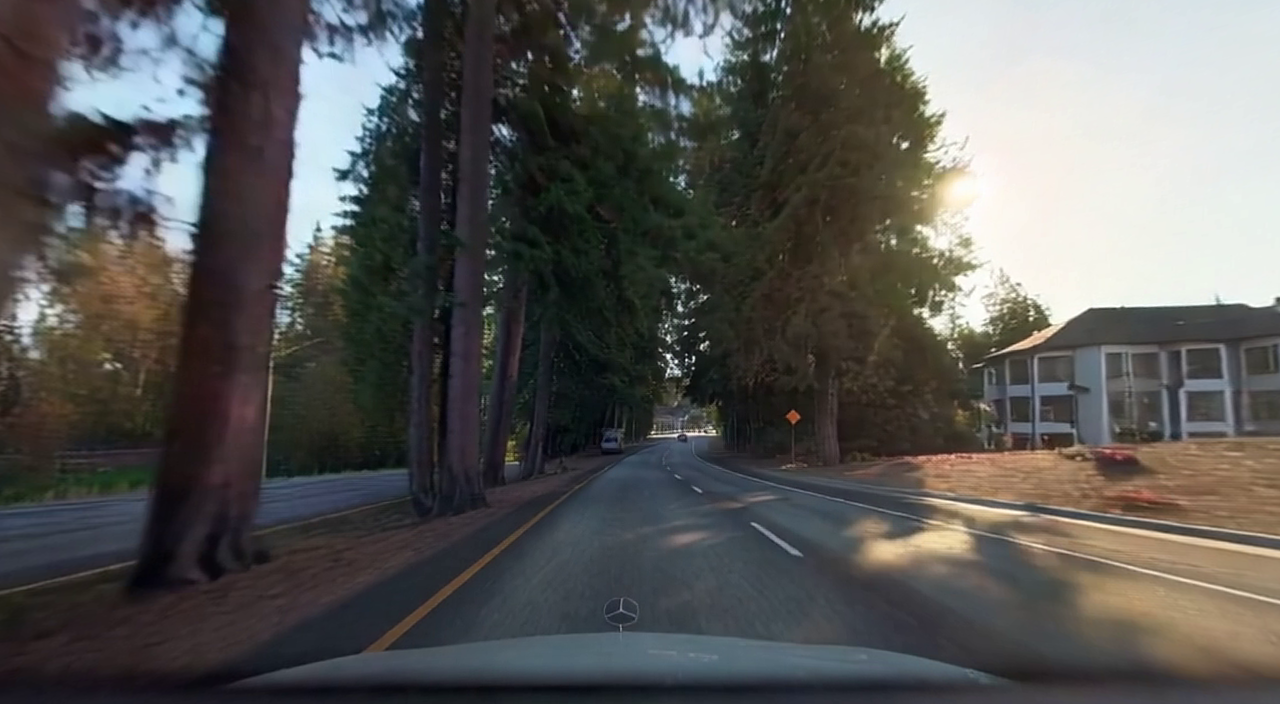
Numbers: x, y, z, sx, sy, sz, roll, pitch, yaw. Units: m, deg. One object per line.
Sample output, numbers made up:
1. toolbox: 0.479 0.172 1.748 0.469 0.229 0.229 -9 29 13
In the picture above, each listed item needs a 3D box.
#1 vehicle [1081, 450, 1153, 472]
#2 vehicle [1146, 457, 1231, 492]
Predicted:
1. vehicle: 35.731 8.166 47.416 3.911 1.390 1.702 -3 -4 8
2. vehicle: 34.722 7.679 39.963 5.275 1.756 2.198 2 -9 -29
